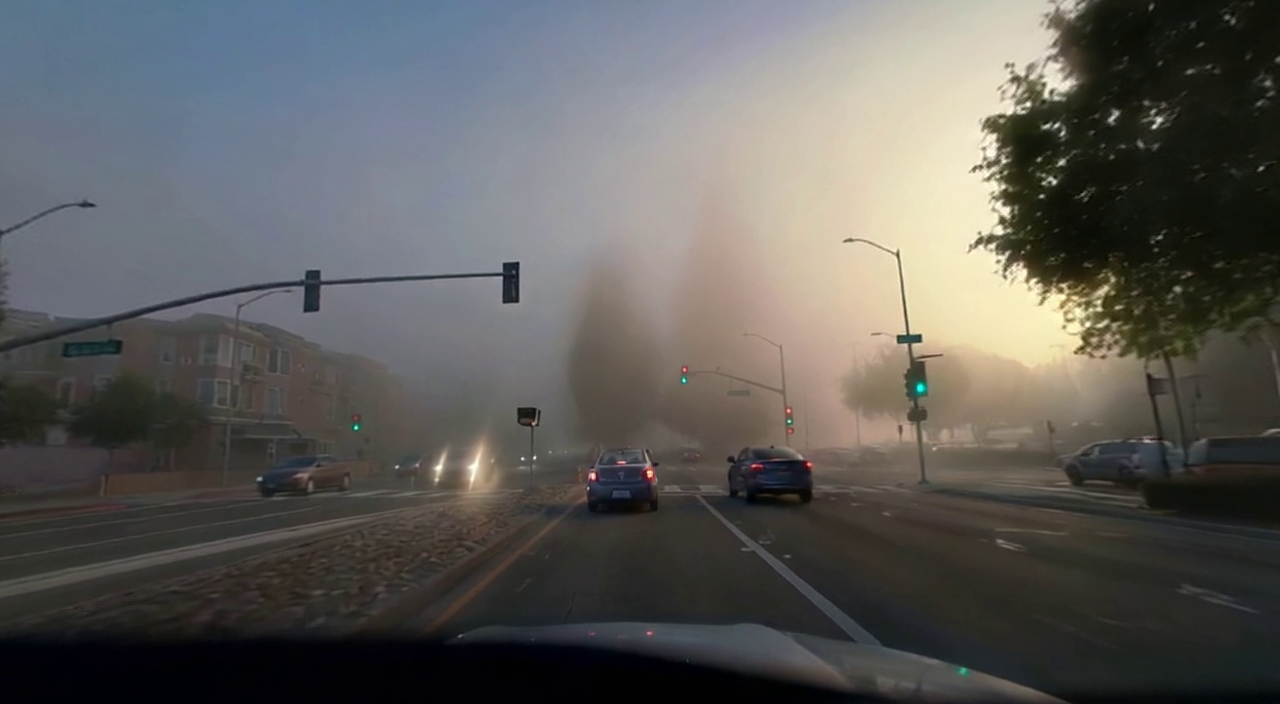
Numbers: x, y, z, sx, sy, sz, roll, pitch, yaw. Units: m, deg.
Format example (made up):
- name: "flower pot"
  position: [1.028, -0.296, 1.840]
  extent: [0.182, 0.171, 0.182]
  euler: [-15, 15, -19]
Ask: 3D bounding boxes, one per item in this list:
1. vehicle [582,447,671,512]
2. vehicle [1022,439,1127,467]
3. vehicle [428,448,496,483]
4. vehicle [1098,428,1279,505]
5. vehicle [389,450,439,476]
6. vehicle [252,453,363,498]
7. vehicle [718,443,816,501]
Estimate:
- name: "vehicle"
  position: [-0.326, 3.182, 16.248]
  extent: [2.010, 1.447, 4.121]
  euler: [0, -9, -1]
- name: "vehicle"
  position: [25.973, 6.042, 37.781]
  extent: [4.665, 1.612, 1.937]
  euler: [-1, -9, 8]
- name: "vehicle"
  position: [-8.571, 5.460, 30.675]
  extent: [1.966, 1.571, 4.479]
  euler: [0, -9, 1]
- name: "vehicle"
  position: [13.059, 2.582, 14.563]
  extent: [1.887, 1.504, 3.898]
  euler: [0, -9, -2]
- name: "vehicle"
  position: [-15.996, 7.842, 44.684]
  extent: [1.922, 1.717, 4.366]
  euler: [0, -9, 0]
- name: "vehicle"
  position: [-12.362, 4.579, 23.720]
  extent: [1.904, 1.475, 4.068]
  euler: [0, -9, 1]
- name: "vehicle"
  position: [3.616, 3.478, 18.673]
  extent: [2.023, 1.506, 3.816]
  euler: [0, -9, -1]
